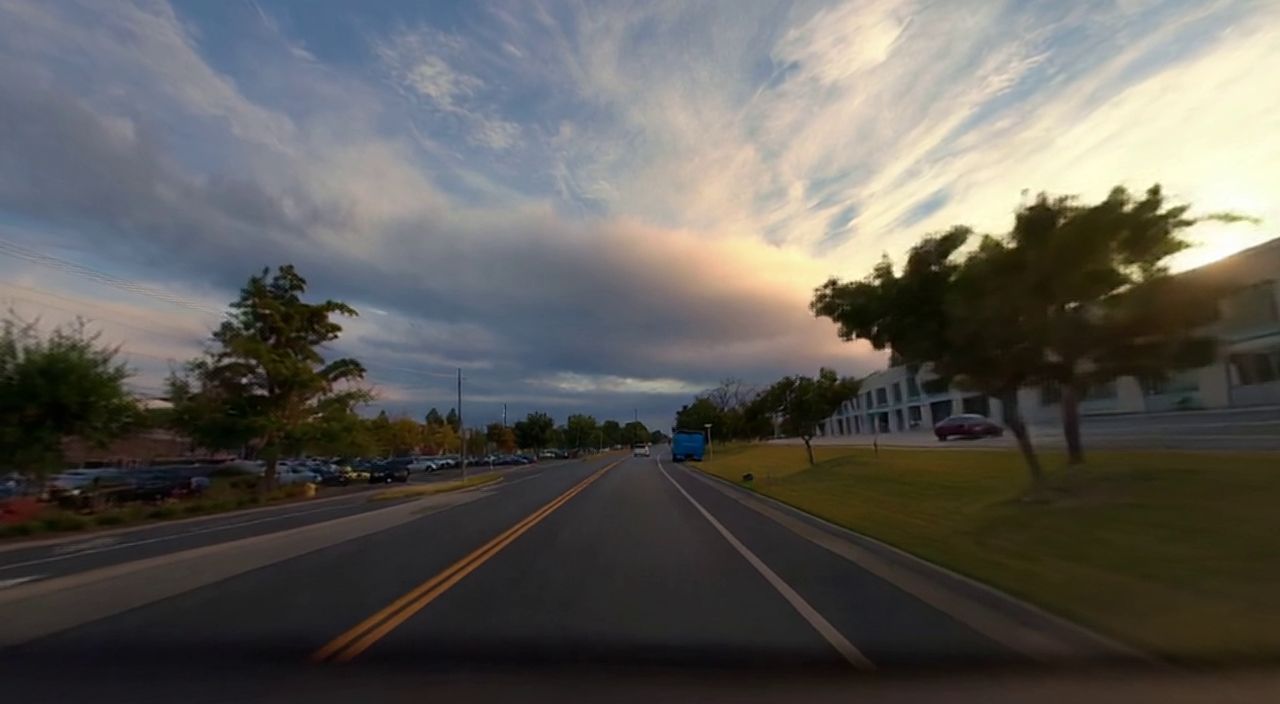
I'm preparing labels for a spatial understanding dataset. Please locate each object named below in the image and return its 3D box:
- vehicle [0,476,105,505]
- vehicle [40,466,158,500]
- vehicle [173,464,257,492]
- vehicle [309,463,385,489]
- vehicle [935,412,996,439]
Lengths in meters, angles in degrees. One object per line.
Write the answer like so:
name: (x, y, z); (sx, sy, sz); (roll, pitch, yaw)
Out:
vehicle: (-34.114, 7.961, 36.463); (4.540, 1.440, 2.071); (-1, -9, 2)
vehicle: (-33.633, 8.149, 39.397); (5.432, 1.791, 2.159); (-3, -9, 2)
vehicle: (-32.762, 9.689, 48.735); (4.996, 1.817, 2.054); (-3, -10, 1)
vehicle: (-22.405, 9.451, 48.570); (2.233, 1.709, 5.161); (-3, -9, 19)
vehicle: (21.443, 4.914, 41.817); (1.871, 1.582, 4.500); (0, -9, 3)
